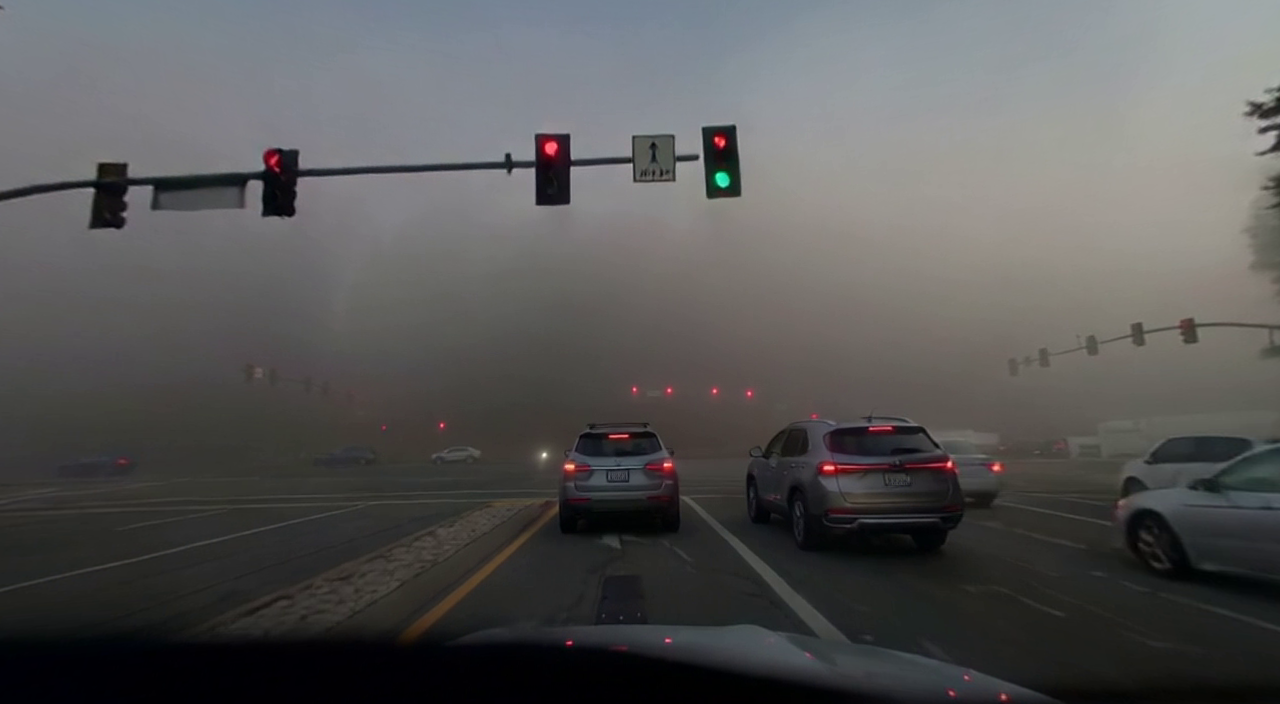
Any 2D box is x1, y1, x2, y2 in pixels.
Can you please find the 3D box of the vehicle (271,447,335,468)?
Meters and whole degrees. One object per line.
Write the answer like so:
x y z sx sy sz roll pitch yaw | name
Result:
-26.521 8.305 49.727 4.253 1.610 1.800 -3 -9 16 | vehicle

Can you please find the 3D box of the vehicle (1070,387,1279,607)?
6.155 1.129 4.847 2.049 1.743 5.146 0 -8 0 | vehicle

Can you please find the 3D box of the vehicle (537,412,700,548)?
-0.305 1.920 10.082 2.039 1.698 4.144 0 -8 -1 | vehicle

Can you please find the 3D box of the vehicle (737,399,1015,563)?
2.969 1.755 9.272 2.228 1.798 4.370 0 -8 -2 | vehicle

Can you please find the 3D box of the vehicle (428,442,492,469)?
-12.218 6.942 42.752 4.318 1.712 2.188 -8 -12 43 | vehicle
